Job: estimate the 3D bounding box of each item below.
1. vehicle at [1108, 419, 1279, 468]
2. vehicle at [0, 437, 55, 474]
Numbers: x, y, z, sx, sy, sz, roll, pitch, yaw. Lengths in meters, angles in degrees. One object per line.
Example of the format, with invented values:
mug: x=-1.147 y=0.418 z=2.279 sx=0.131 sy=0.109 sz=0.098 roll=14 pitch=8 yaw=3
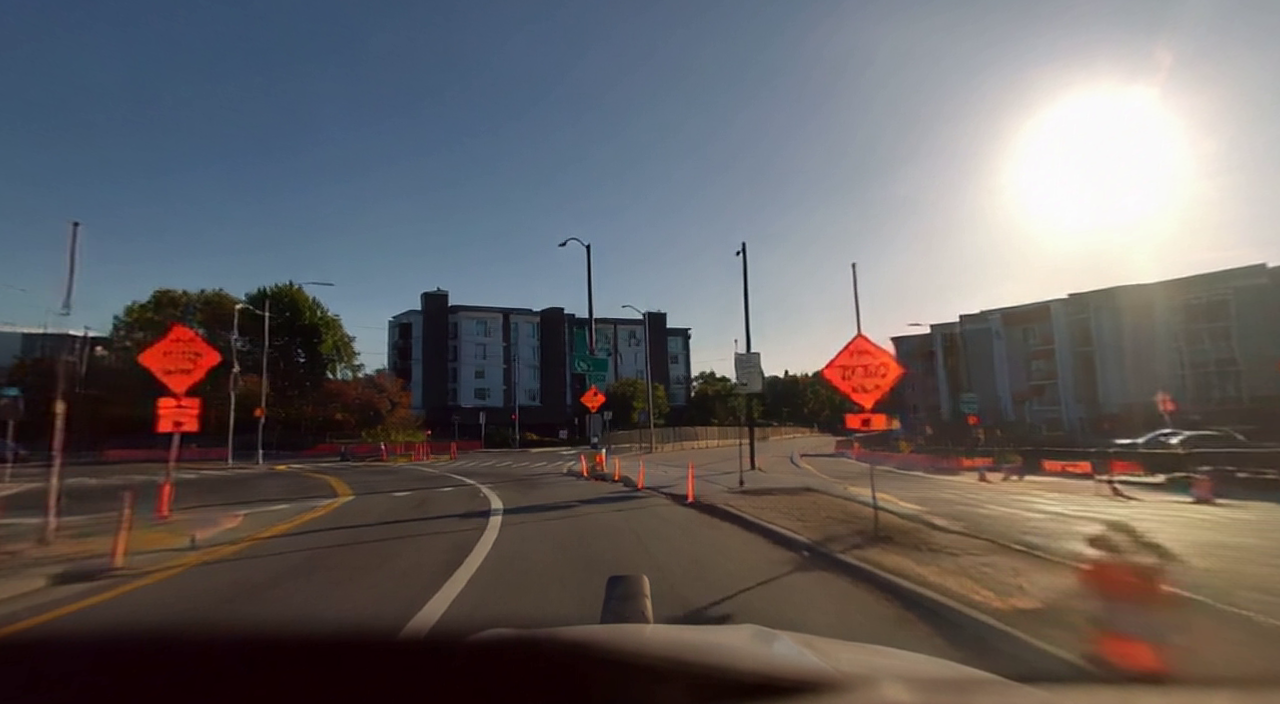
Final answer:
vehicle: x=21.054 y=3.490 z=24.049 sx=4.615 sy=1.738 sz=1.990 roll=-1 pitch=-9 yaw=9
vehicle: x=-31.548 y=5.207 z=31.878 sx=4.292 sy=1.734 sz=2.159 roll=-7 pitch=-11 yaw=40
